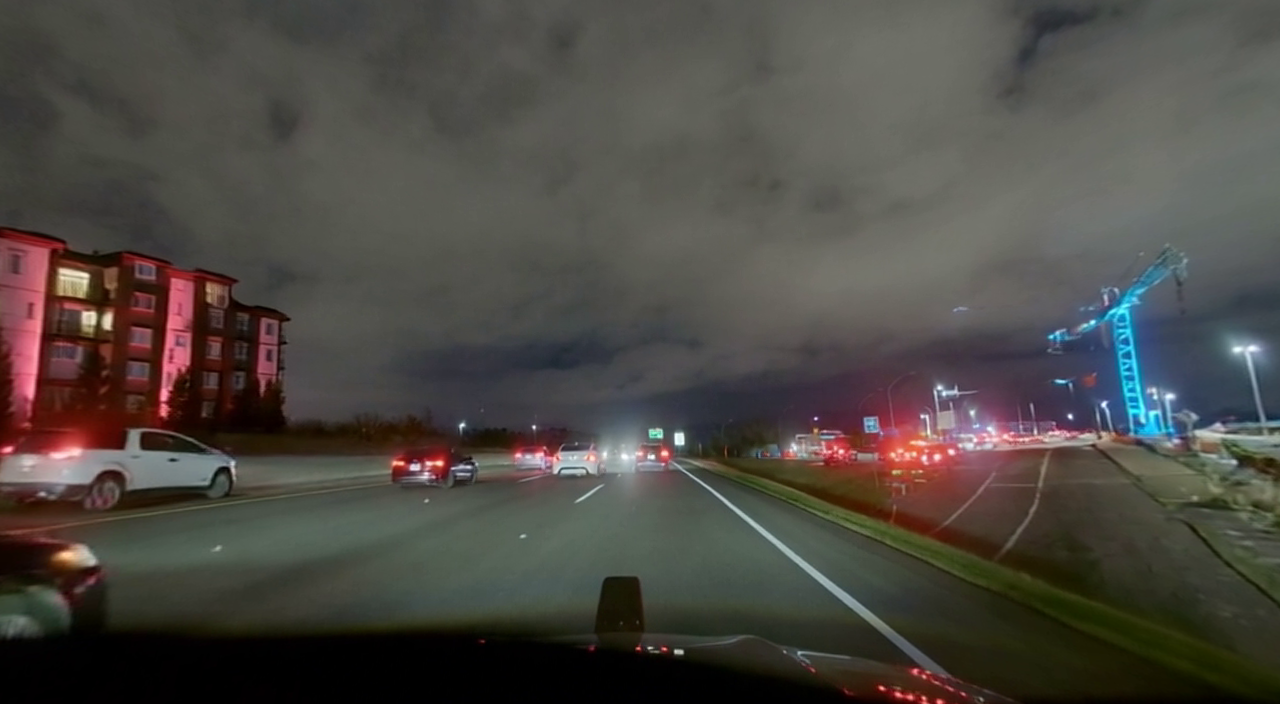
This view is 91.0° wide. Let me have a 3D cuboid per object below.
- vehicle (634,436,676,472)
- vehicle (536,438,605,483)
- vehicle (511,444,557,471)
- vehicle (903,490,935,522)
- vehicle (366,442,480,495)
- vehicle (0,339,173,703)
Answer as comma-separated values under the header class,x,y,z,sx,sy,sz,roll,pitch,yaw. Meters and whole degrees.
class,x,y,z,sx,sy,sz,roll,pitch,yaw
vehicle,0.801,5.433,33.595,2.116,1.763,4.352,0,-8,1
vehicle,-2.733,4.434,26.022,2.109,1.657,4.554,0,-8,3
vehicle,-6.332,6.362,38.232,1.931,1.505,4.386,0,-8,1
vehicle,21.570,11.896,48.787,1.859,1.579,4.190,-6,-3,20
vehicle,-6.771,3.660,20.238,1.959,1.486,4.460,0,-8,2
vehicle,-3.665,0.603,1.237,2.045,1.710,4.382,0,-8,1
